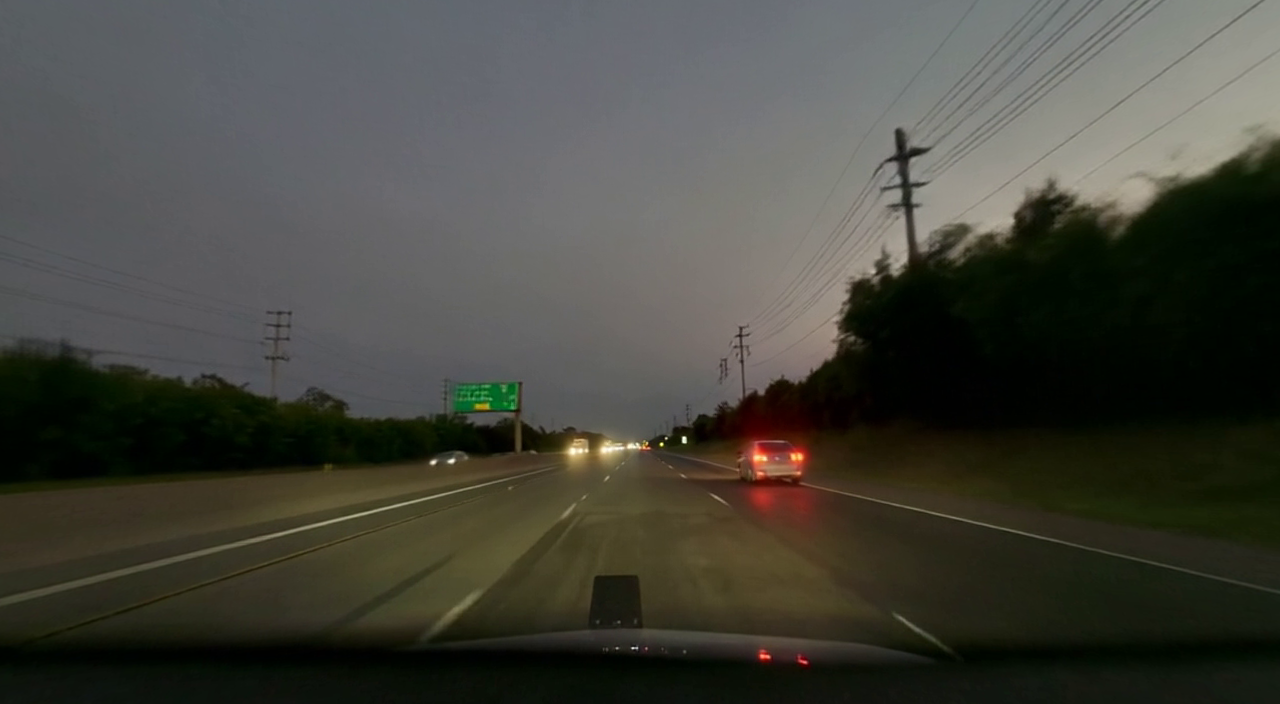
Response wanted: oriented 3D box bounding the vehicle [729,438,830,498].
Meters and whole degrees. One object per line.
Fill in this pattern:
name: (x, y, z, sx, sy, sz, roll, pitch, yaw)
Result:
vehicle: (4.036, 3.431, 18.902, 2.054, 1.565, 4.089, 0, -9, -1)
